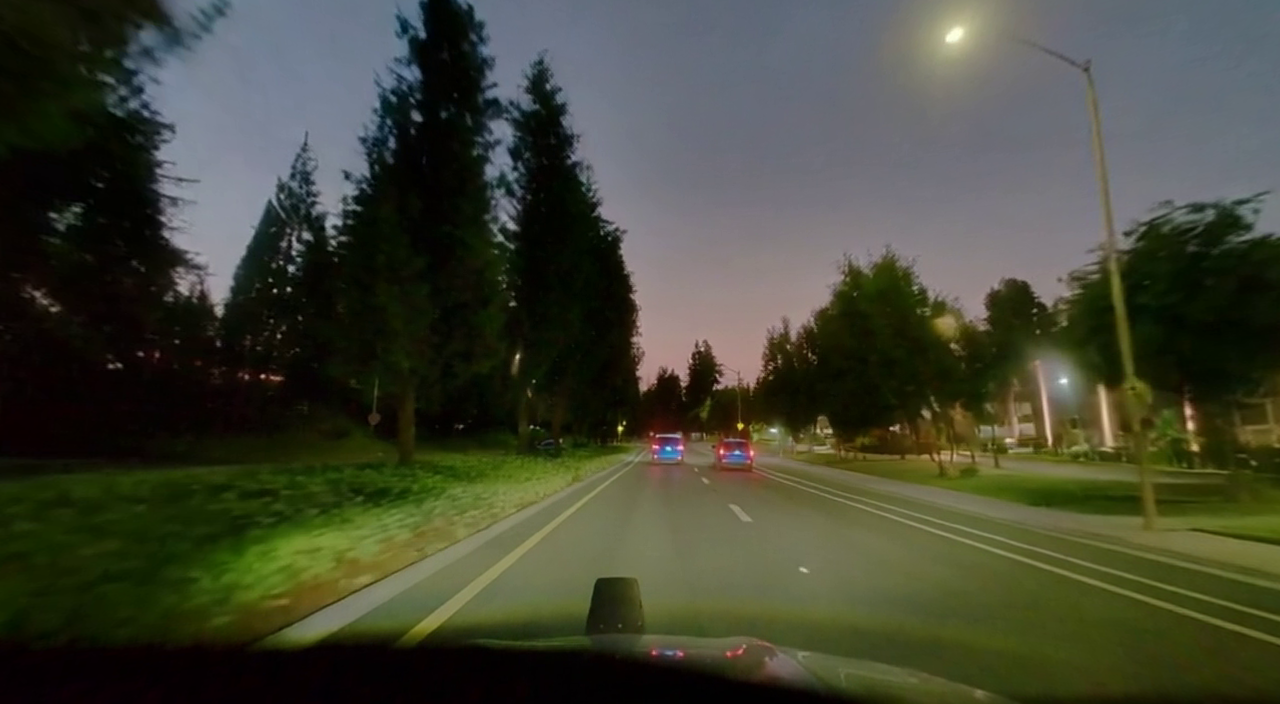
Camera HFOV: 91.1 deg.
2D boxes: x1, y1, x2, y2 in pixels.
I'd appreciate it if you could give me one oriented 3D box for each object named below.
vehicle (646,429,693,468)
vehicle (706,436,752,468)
[{"bbox_3d":[1.448,4.907,31.987,2.251,1.822,4.391,0,-8,1],"label":"vehicle"},{"bbox_3d":[4.835,5.477,34.529,1.971,1.663,4.287,0,-8,1],"label":"vehicle"}]
